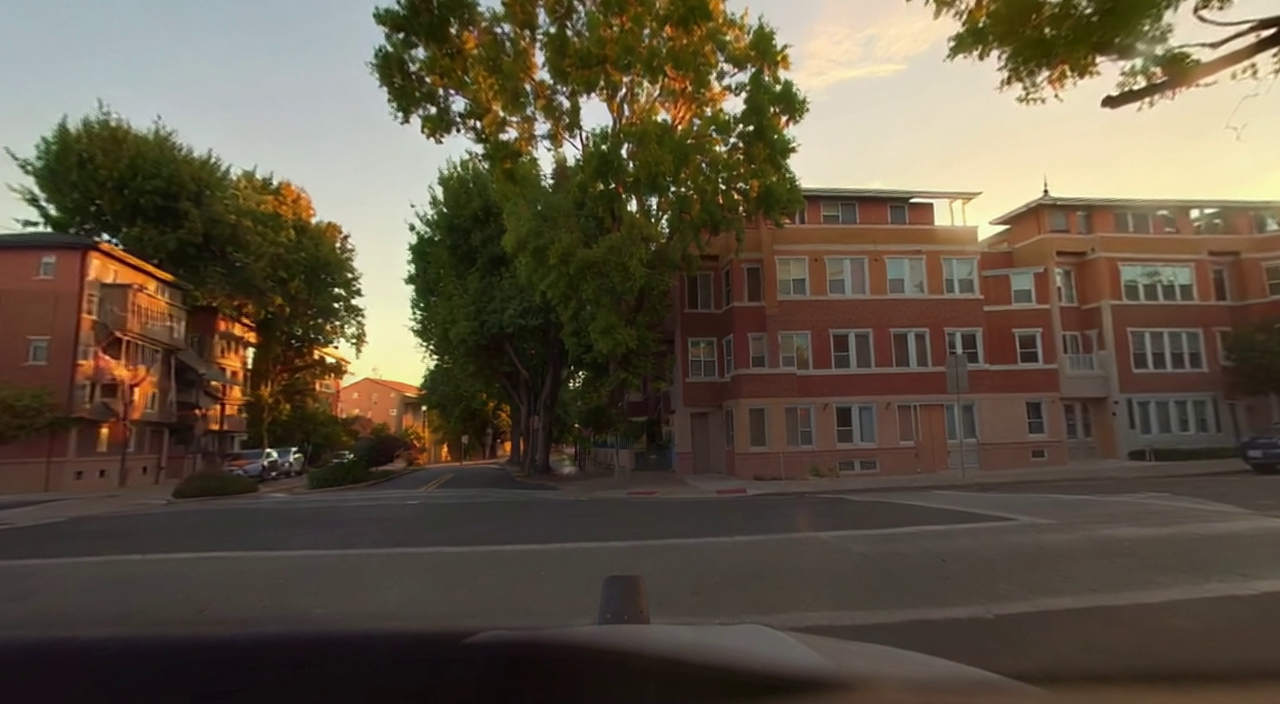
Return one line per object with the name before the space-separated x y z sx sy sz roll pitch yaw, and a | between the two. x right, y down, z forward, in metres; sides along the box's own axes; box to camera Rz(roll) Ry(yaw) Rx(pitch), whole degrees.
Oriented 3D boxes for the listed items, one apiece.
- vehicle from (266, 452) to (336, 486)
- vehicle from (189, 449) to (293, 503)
vehicle | -16.321 5.630 30.591 1.941 1.442 4.384 2 -9 -15
vehicle | -13.219 4.064 21.206 2.027 1.475 4.522 0 -8 -21
